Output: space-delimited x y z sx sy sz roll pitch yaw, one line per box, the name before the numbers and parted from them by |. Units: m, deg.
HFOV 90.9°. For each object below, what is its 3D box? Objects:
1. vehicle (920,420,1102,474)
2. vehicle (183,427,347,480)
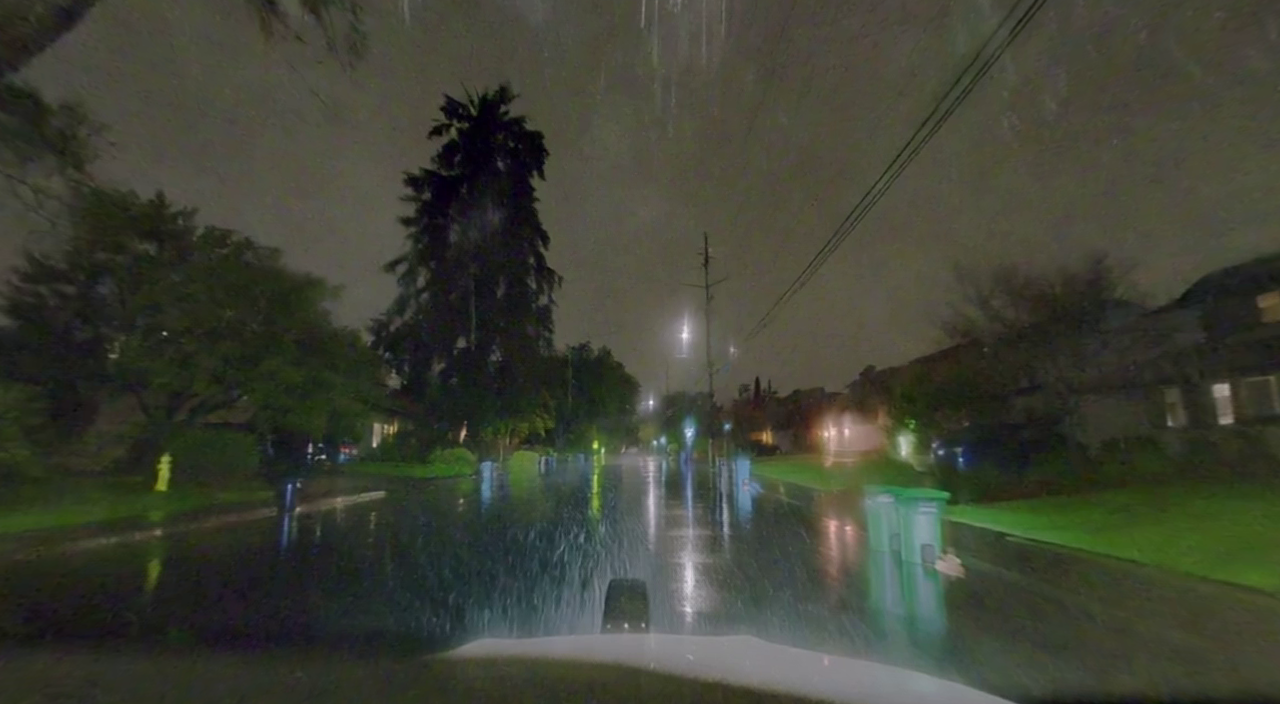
vehicle | 11.217 2.911 19.337 4.254 1.538 2.020 0 -8 1
vehicle | -13.544 3.688 23.016 4.587 1.786 2.127 0 -9 1
